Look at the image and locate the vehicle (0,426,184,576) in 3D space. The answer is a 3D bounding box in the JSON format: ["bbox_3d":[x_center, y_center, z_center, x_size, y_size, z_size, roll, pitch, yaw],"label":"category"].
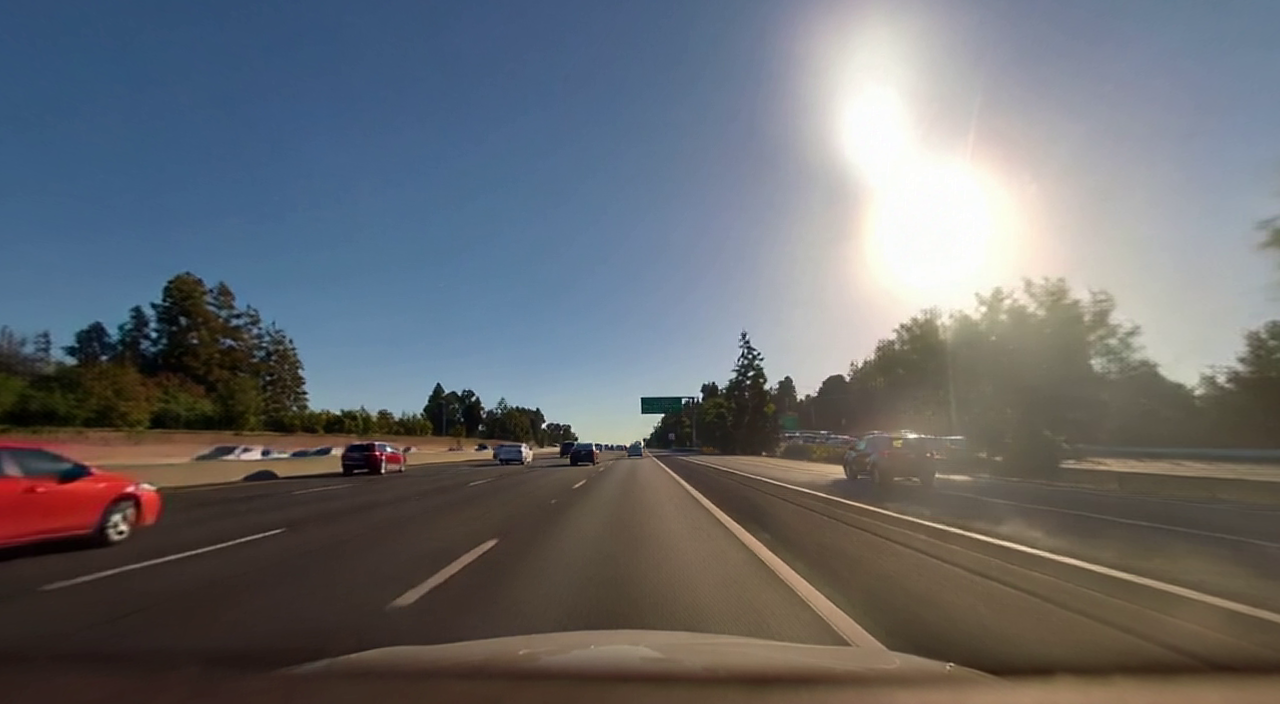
[{"bbox_3d":[-7.434,1.498,6.382,2.071,1.486,4.703,0,-9,0],"label":"vehicle"}]

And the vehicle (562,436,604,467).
[{"bbox_3d":[-3.798,6.735,42.859,2.288,1.962,5.119,0,-9,1],"label":"vehicle"}]

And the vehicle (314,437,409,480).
[{"bbox_3d":[-11.329,4.354,25.988,1.958,1.633,4.302,0,-9,0],"label":"vehicle"}]

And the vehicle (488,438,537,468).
[{"bbox_3d":[-7.867,6.261,39.215,2.087,1.755,4.457,0,-9,0],"label":"vehicle"}]

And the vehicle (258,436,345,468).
[{"bbox_3d":[-20.881,6.219,39.195,2.209,1.819,5.690,0,-9,1],"label":"vehicle"}]

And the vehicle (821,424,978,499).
[{"bbox_3d":[7.082,3.050,17.934,2.259,1.816,4.862,0,-9,-2],"label":"vehicle"}]

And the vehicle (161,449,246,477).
[{"bbox_3d":[-24.836,6.313,36.025,1.866,1.490,4.134,0,-9,0],"label":"vehicle"}]
